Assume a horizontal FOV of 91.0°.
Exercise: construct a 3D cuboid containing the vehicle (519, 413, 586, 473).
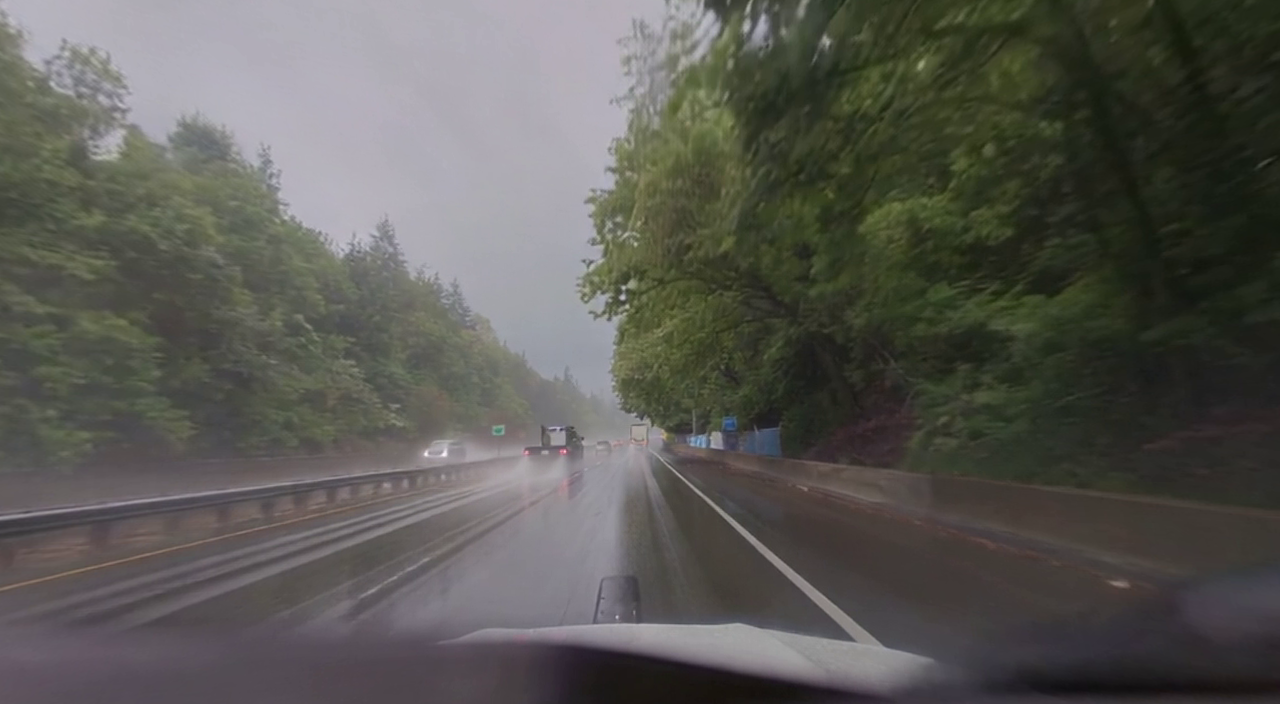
[{"bbox_3d":[-4.177,4.498,31.253,2.484,2.625,5.907,-1,-8,0],"label":"vehicle"}]
